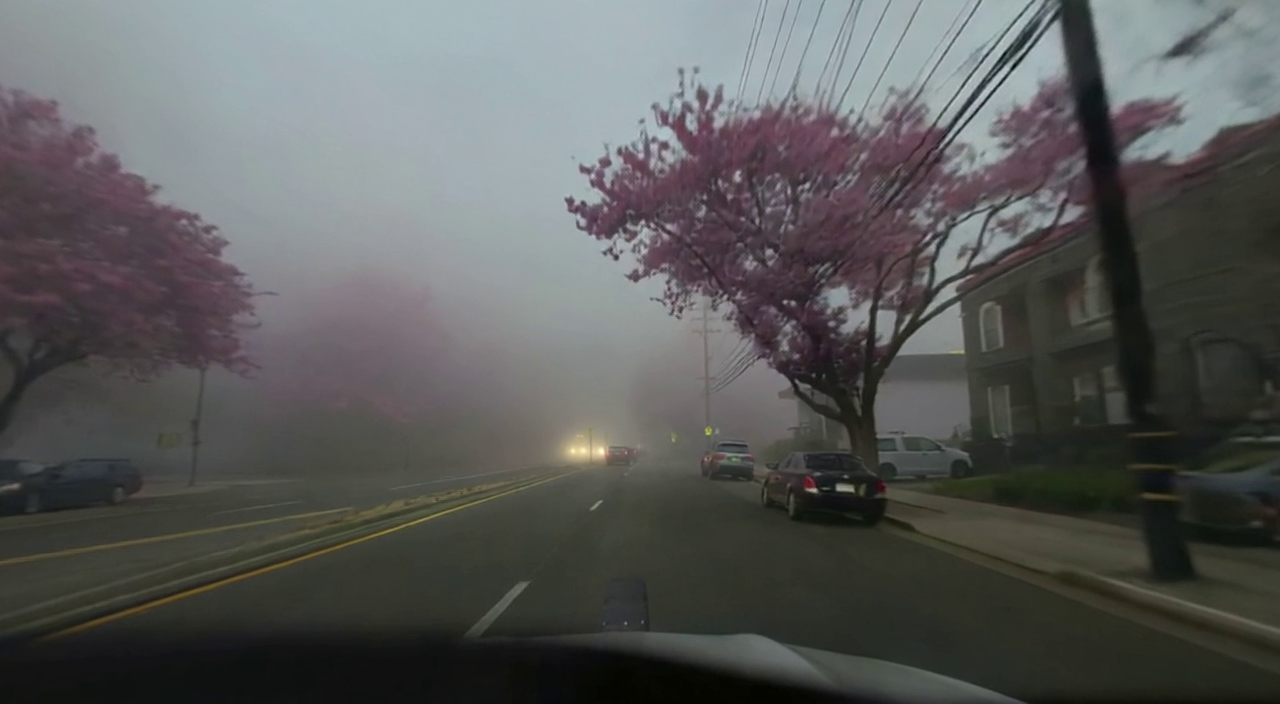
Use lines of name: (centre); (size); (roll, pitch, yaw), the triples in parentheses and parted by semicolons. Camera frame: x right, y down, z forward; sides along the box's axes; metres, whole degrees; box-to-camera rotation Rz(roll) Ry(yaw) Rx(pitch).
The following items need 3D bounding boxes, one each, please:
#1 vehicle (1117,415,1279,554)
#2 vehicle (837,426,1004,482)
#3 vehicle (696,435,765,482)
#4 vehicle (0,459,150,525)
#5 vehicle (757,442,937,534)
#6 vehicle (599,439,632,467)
vehicle: (9.300, 1.660, 8.225); (4.512, 1.567, 1.947); (0, -9, 0)
vehicle: (9.723, 3.579, 22.238); (4.818, 1.847, 2.257); (0, -9, 2)
vehicle: (4.025, 4.865, 29.094); (2.280, 1.904, 5.779); (0, -9, -1)
vehicle: (-16.640, 3.824, 17.779); (1.954, 1.497, 4.613); (0, -9, 0)
vehicle: (3.778, 2.548, 12.500); (2.042, 1.465, 4.455); (0, -9, 0)
vehicle: (-1.743, 7.428, 46.424); (2.202, 1.961, 4.980); (0, -9, 0)
